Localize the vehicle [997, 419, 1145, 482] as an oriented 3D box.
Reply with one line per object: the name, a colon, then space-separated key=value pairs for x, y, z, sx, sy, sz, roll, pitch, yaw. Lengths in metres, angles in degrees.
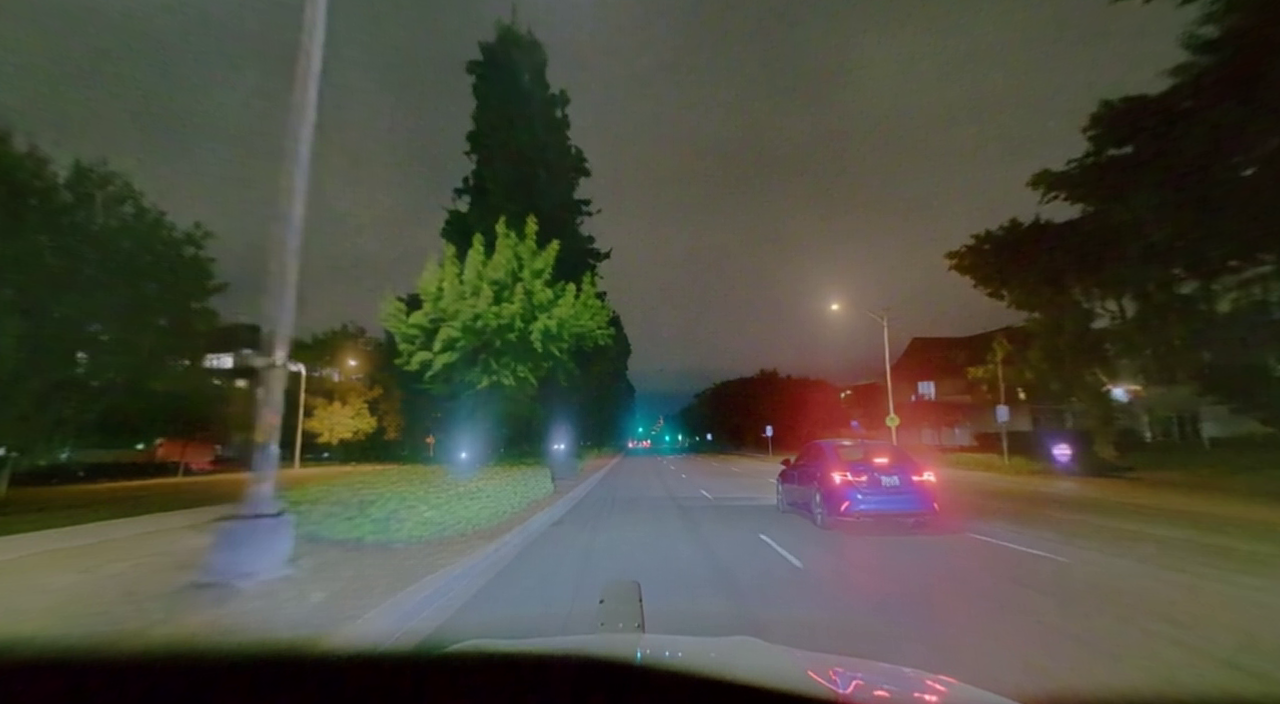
vehicle: x=17.162 y=3.968 z=25.723 sx=2.868 sy=2.233 sz=6.035 roll=-2 pitch=-8 yaw=13

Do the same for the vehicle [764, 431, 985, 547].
vehicle: x=3.464 y=2.082 z=10.354 sx=1.950 sy=1.473 sz=4.259 roll=0 pitch=-8 yaw=0
